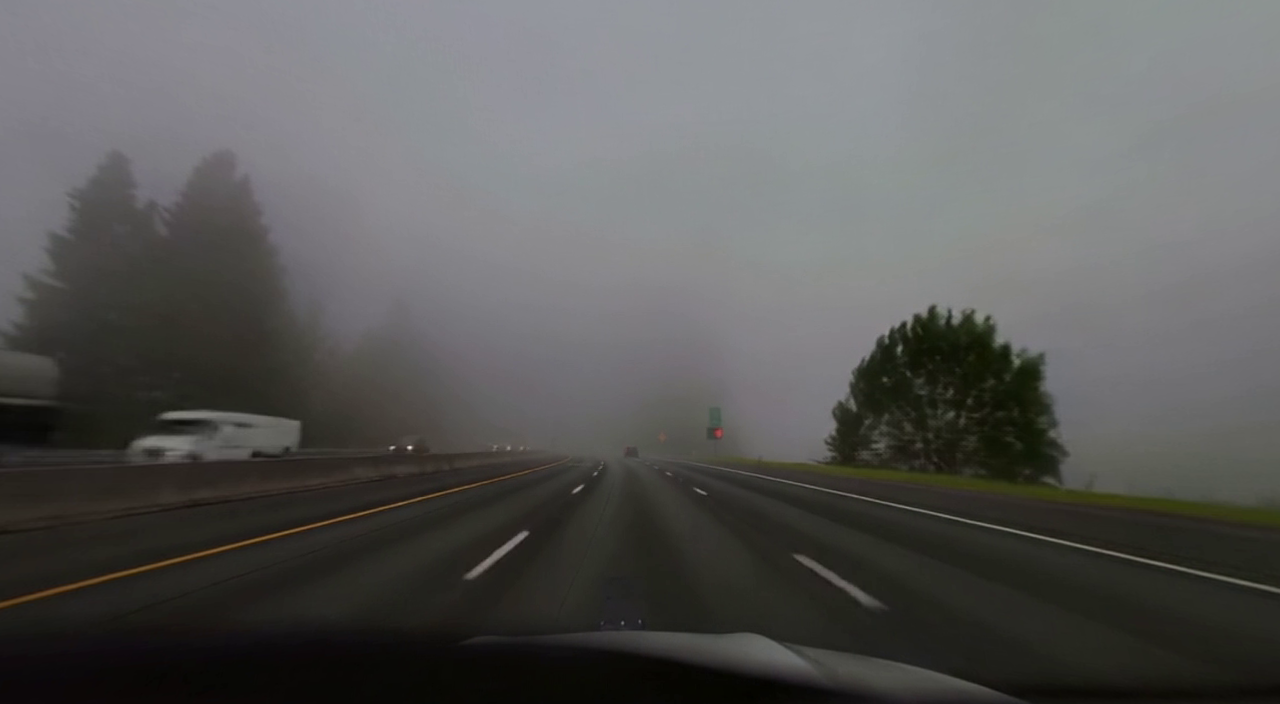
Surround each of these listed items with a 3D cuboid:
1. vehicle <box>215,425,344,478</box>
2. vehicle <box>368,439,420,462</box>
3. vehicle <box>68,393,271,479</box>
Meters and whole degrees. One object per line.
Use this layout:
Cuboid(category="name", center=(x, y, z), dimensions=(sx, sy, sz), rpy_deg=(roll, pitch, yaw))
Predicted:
Cuboid(category="vehicle", center=(-12.121, 3.389, 21.560), dimensions=(2.012, 1.641, 4.081), rpy_deg=(0, -9, -1))
Cuboid(category="vehicle", center=(-17.257, 6.950, 44.476), dimensions=(2.046, 1.473, 4.380), rpy_deg=(0, -9, -2))
Cuboid(category="vehicle", center=(-16.247, 3.042, 22.478), dimensions=(2.459, 2.630, 6.223), rpy_deg=(0, -9, -1))
